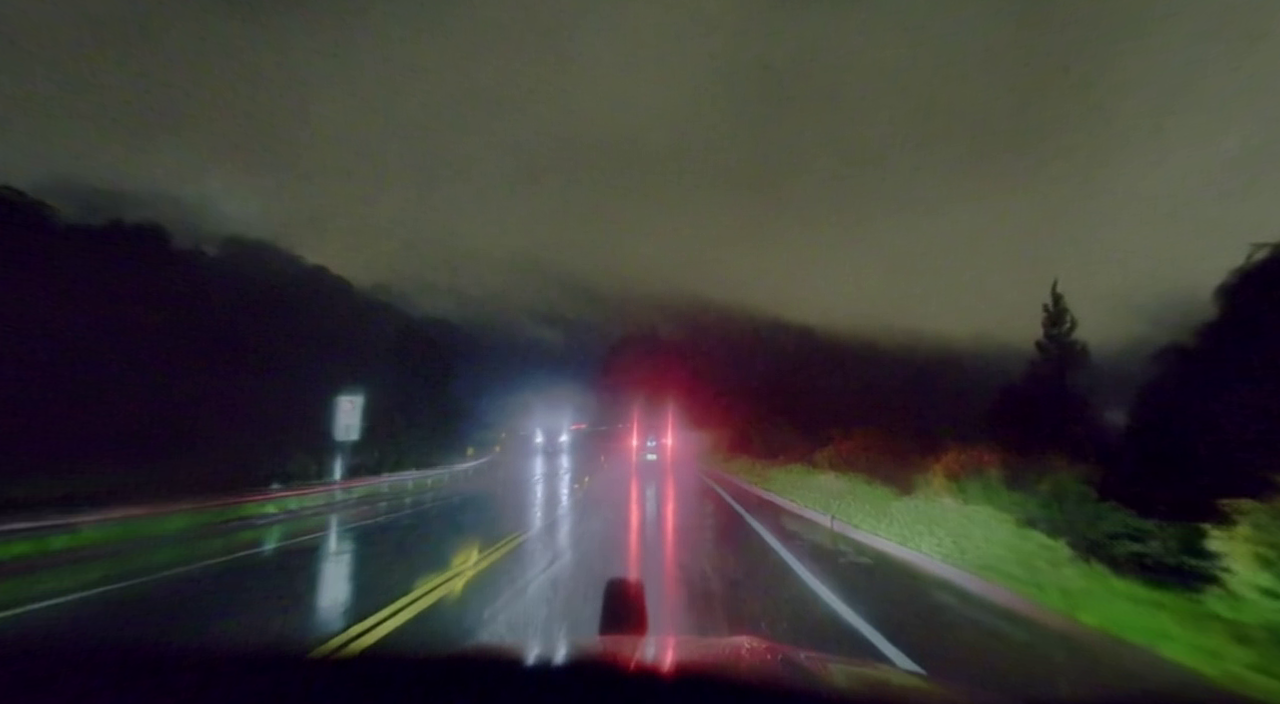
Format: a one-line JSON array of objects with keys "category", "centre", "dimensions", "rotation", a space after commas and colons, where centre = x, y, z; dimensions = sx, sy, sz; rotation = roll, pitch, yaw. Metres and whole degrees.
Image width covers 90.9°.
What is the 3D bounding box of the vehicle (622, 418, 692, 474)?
[{"category": "vehicle", "centre": [0.537, 3.848, 25.873], "dimensions": [2.500, 1.961, 5.637], "rotation": [-2, -8, -2]}]
